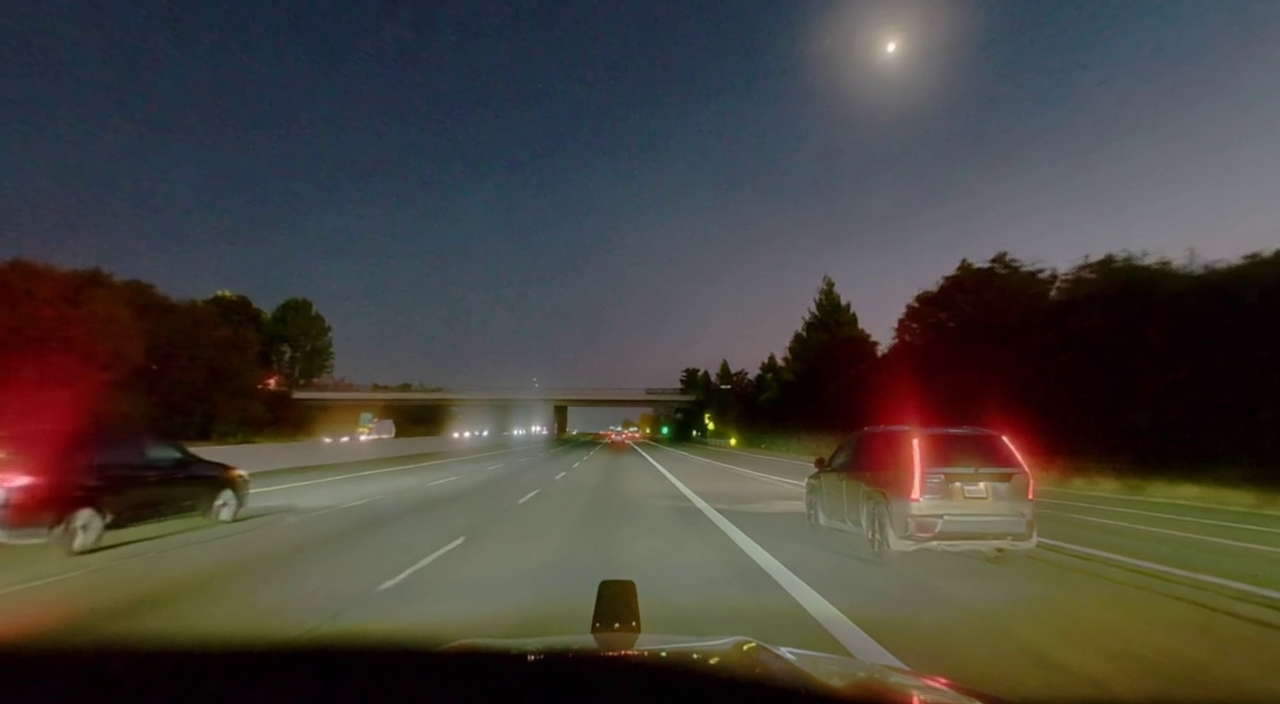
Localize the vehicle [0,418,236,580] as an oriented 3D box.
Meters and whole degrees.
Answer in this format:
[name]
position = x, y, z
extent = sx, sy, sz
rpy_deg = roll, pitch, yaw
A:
[vehicle]
position = -7.207, 1.564, 7.215
extent = 2.216, 1.522, 4.412
rpy_deg = 0, -7, -1
